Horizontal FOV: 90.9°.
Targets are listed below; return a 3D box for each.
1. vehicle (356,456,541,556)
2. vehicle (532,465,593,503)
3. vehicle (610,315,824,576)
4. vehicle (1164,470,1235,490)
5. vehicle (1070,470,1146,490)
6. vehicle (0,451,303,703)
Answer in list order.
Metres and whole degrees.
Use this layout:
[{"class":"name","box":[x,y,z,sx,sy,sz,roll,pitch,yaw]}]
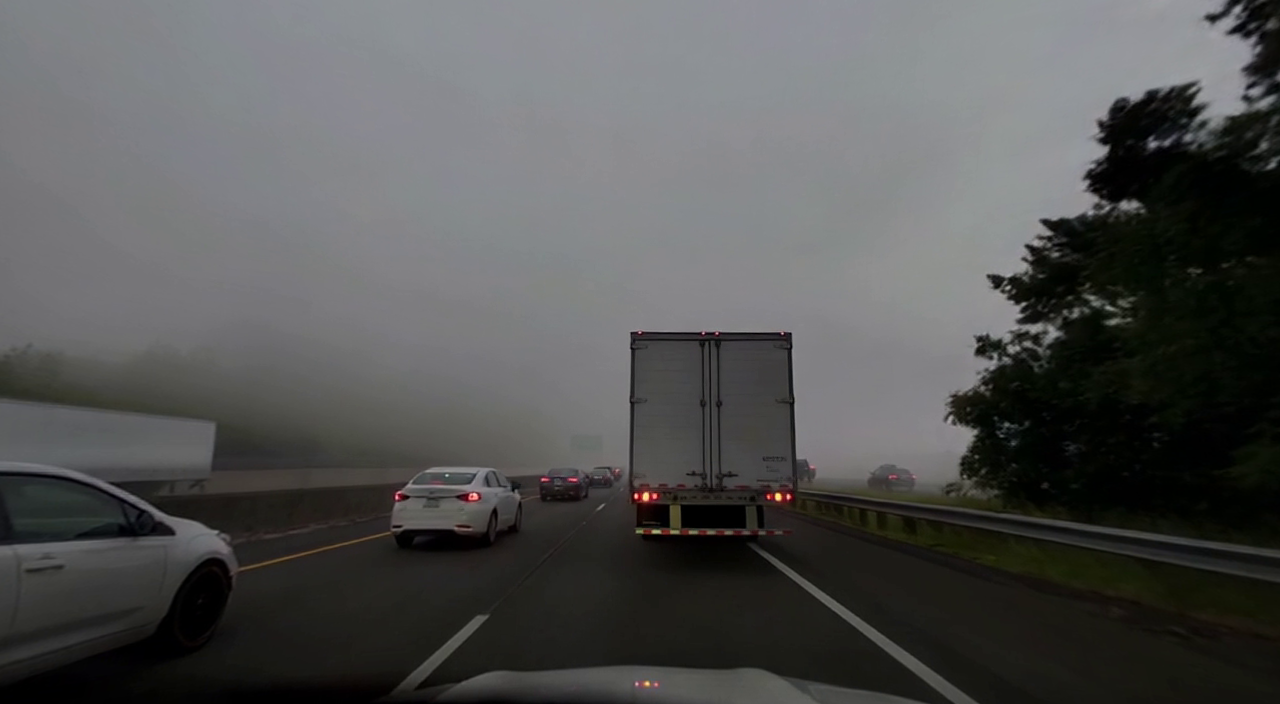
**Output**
[{"class":"vehicle","box":[-3.366,2.845,12.221,1.983,1.509,4.679,0,-11,2]},{"class":"vehicle","box":[-3.319,5.789,27.861,1.964,1.482,4.371,0,-11,2]},{"class":"vehicle","box":[1.171,2.011,12.934,2.831,3.529,8.689,0,-11,2]},{"class":"vehicle","box":[43.691,9.973,49.231,3.974,1.485,1.709,1,-11,-4]},{"class":"vehicle","box":[36.468,10.009,49.218,4.299,1.465,1.807,-1,-11,8]},{"class":"vehicle","box":[-4.237,1.273,3.586,2.043,1.391,4.515,0,-11,1]}]
